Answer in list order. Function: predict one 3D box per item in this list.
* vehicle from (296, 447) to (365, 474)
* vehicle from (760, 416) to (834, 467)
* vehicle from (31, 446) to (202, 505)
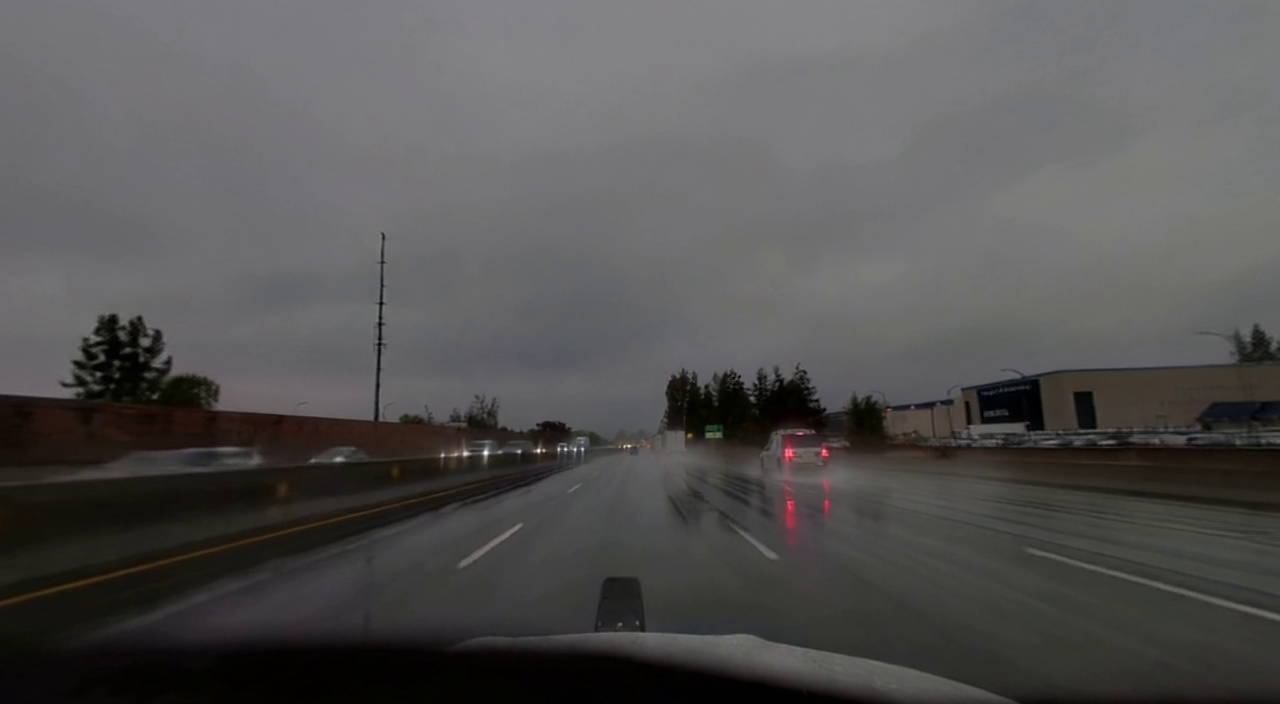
[{"bbox_3d":[-17.139,6.010,35.231,1.870,1.399,3.844,0,-9,0],"label":"vehicle"},{"bbox_3d":[11.221,6.605,46.285,2.912,3.293,9.588,0,-9,0],"label":"vehicle"},{"bbox_3d":[-13.654,3.197,16.767,1.541,1.373,3.408,0,-9,1],"label":"vehicle"}]
